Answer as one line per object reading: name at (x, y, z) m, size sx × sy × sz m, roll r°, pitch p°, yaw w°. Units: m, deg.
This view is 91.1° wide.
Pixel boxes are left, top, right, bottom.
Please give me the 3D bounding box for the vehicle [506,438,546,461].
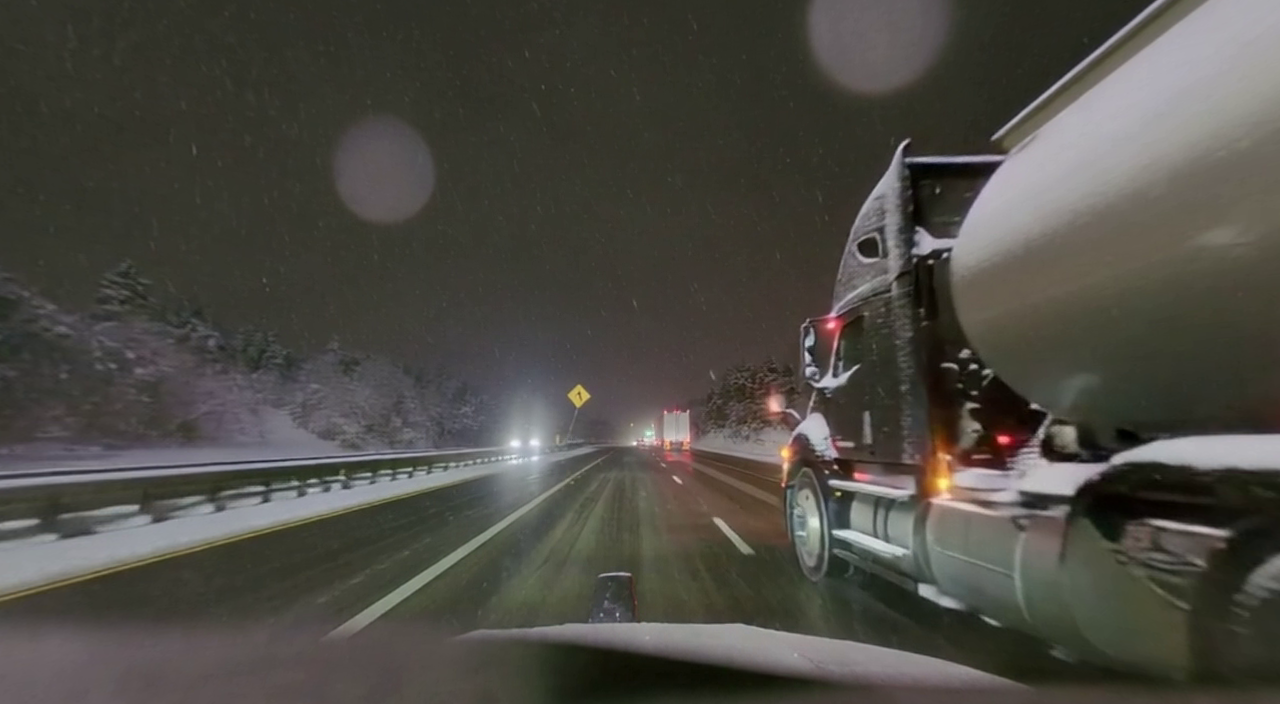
vehicle at (-8.099, 6.950, 45.030) m, size 1.932 × 1.500 × 4.449 m, roll 0°, pitch -8°, yaw 0°
